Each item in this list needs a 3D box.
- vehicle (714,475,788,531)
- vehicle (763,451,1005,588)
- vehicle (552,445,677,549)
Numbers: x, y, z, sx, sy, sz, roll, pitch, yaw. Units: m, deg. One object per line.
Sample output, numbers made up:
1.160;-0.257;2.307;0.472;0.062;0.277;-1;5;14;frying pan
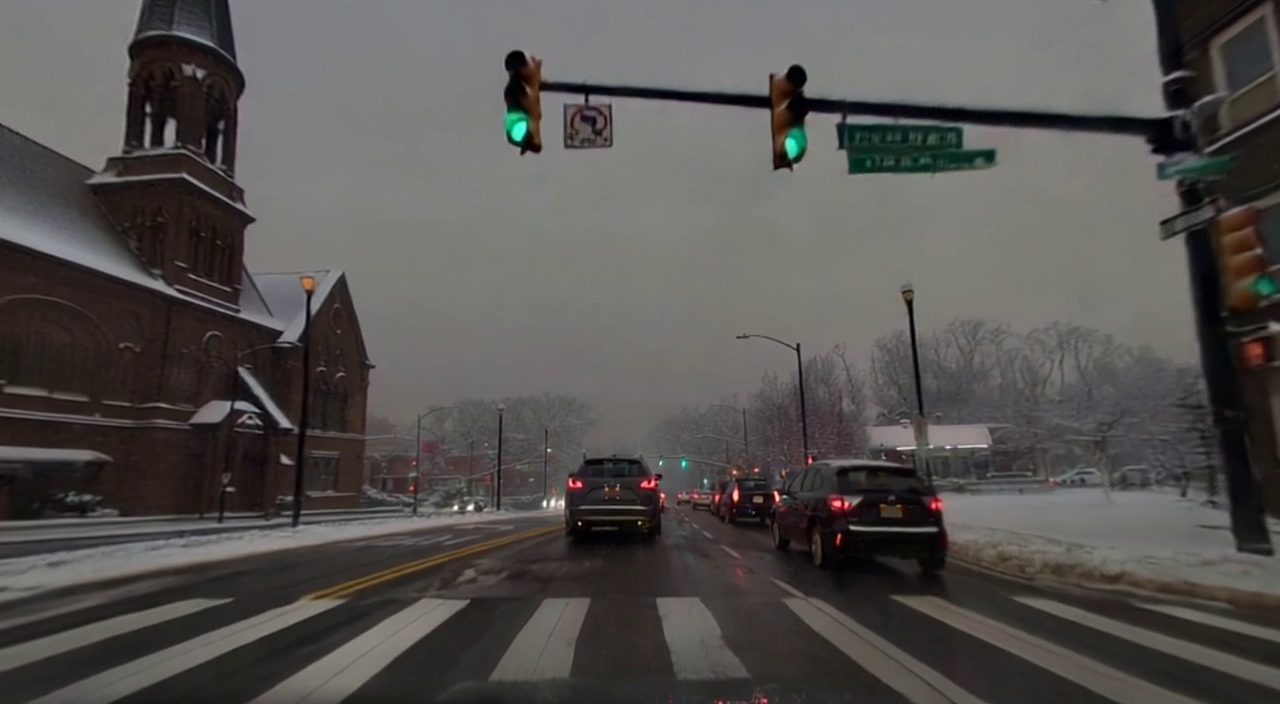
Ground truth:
3.663;5.058;21.548;1.890;1.491;4.166;0;-8;2;vehicle
3.195;2.255;9.434;1.883;1.472;4.471;0;-8;1;vehicle
-0.444;2.830;13.087;2.168;1.776;4.135;0;-8;0;vehicle
